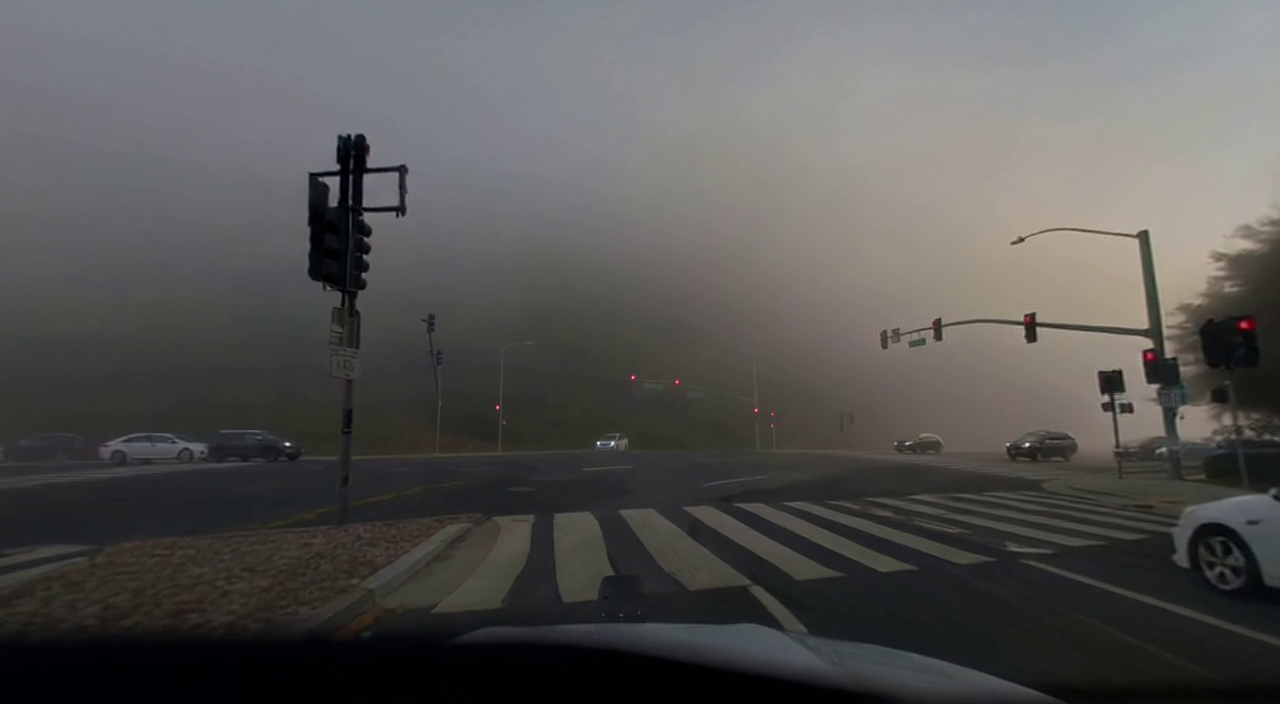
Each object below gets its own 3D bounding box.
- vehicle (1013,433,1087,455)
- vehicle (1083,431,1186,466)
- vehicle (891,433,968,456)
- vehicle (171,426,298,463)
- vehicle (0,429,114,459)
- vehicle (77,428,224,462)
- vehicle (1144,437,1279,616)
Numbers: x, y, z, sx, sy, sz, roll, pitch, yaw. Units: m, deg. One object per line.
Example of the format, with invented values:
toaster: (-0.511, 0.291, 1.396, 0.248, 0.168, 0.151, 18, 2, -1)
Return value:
vehicle: (30.130, 6.752, 46.406, 4.481, 1.561, 2.001, 3, -9, -16)
vehicle: (23.501, 4.577, 30.013, 4.515, 1.543, 1.872, 4, -9, -25)
vehicle: (19.494, 6.251, 42.621, 4.516, 1.468, 1.962, 3, -9, -19)
vehicle: (-17.879, 4.114, 28.103, 4.331, 1.544, 1.896, 3, -9, -18)
vehicle: (-30.562, 4.751, 32.608, 4.683, 1.495, 2.119, 3, -9, -18)
vehicle: (-22.488, 4.320, 29.245, 4.912, 1.485, 1.922, 3, -9, -16)
vehicle: (6.059, 1.286, 4.281, 1.815, 1.417, 4.125, 0, -8, -1)
